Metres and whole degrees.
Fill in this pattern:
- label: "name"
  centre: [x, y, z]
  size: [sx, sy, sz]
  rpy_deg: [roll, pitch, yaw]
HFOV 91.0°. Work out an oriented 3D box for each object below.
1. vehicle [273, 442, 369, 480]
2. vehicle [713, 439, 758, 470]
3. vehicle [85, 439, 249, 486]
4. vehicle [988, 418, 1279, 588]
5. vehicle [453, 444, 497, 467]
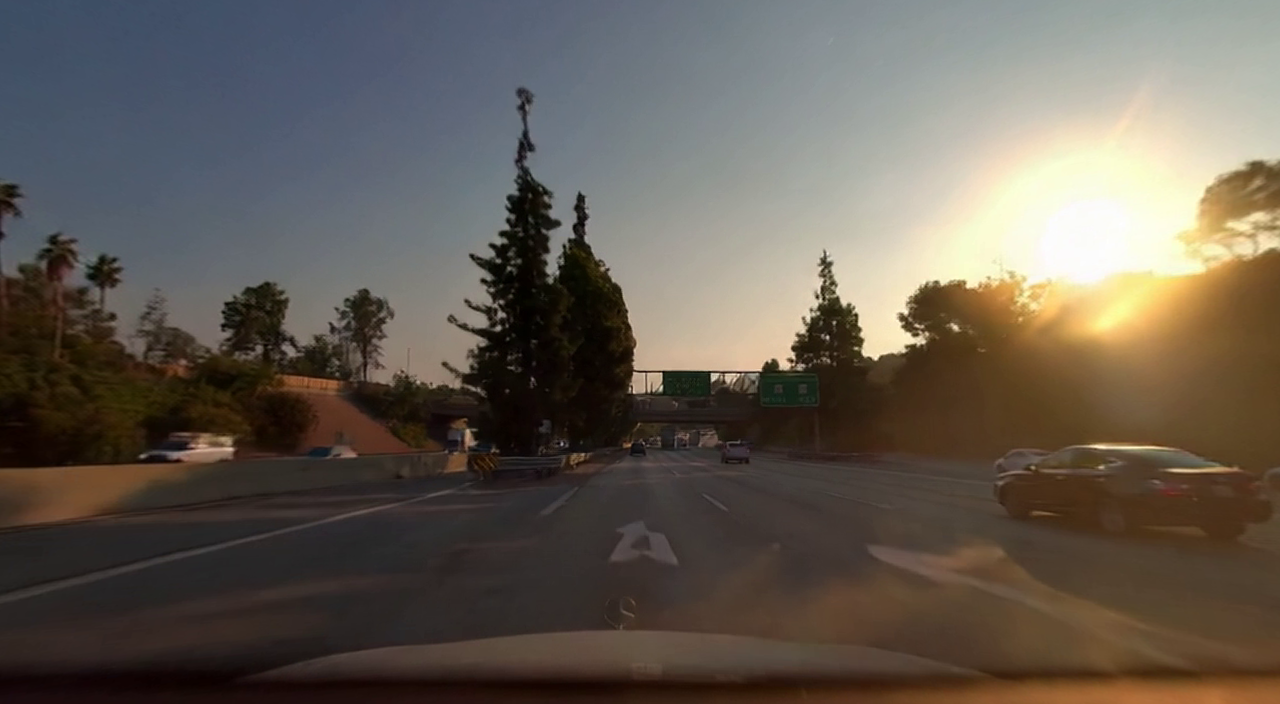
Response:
- label: "vehicle"
  centre: [-15.980, 5.450, 31.876]
  size: [2.306, 1.760, 4.877]
  rpy_deg: [0, -8, 0]
- label: "vehicle"
  centre: [5.553, 6.031, 37.131]
  size: [2.035, 1.704, 3.867]
  rpy_deg: [0, -8, 0]
- label: "vehicle"
  centre: [-23.127, 5.422, 31.387]
  size: [2.620, 2.052, 7.153]
  rpy_deg: [0, -8, 0]
- label: "vehicle"
  centre: [6.829, 1.789, 8.323]
  size: [1.902, 1.623, 4.360]
  rpy_deg: [0, -8, 0]
- label: "vehicle"
  centre: [-12.305, 7.744, 47.292]
  size: [1.946, 1.614, 4.913]
  rpy_deg: [0, -8, 1]
